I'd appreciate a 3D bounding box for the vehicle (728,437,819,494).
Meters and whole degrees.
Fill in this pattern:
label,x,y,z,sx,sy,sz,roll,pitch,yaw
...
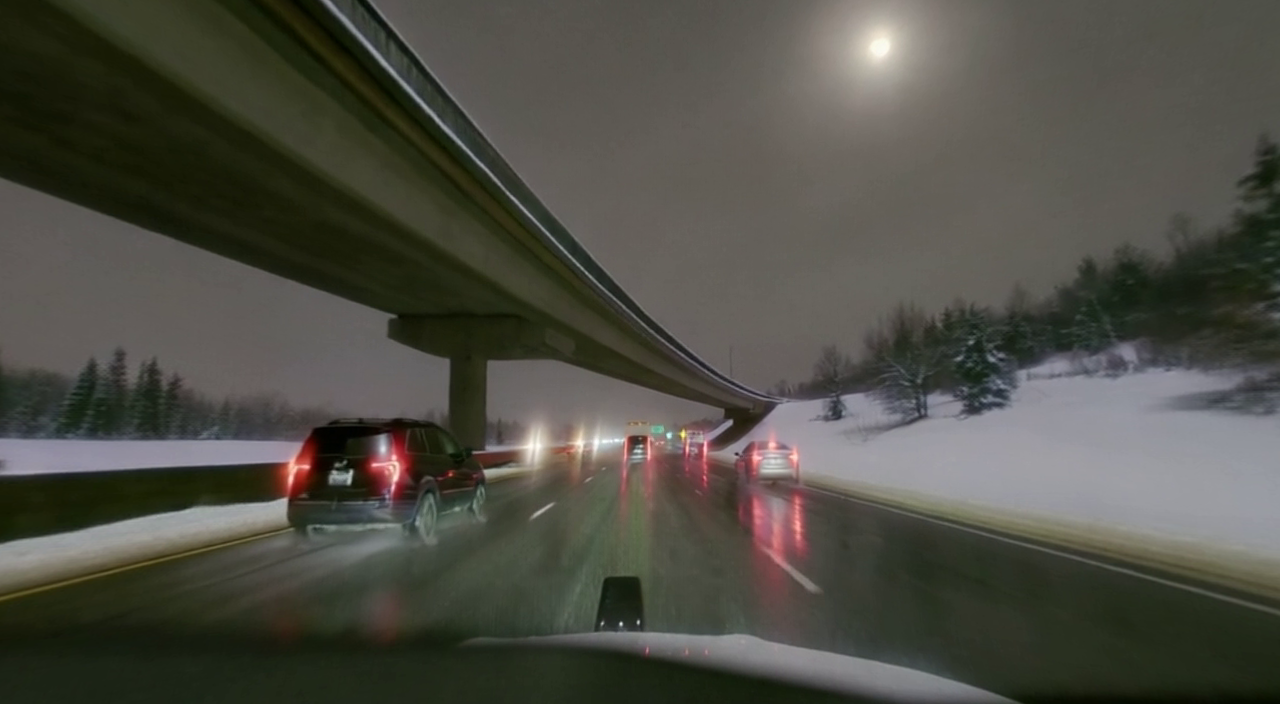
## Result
label,x,y,z,sx,sy,sz,roll,pitch,yaw
vehicle,3.948,3.413,19.244,1.959,1.554,3.795,0,-9,0

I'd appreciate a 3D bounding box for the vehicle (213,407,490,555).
label,x,y,z,sx,sy,sz,roll,pitch,yaw
vehicle,-4.005,1.879,9.857,2.089,1.751,4.515,0,-9,1

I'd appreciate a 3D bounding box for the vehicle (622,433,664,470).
label,x,y,z,sx,sy,sz,roll,pitch,yaw
vehicle,0.166,5.553,35.174,2.155,1.909,4.529,0,-8,0

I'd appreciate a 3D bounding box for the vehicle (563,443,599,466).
label,x,y,z,sx,sy,sz,roll,pitch,yaw
vehicle,-4.063,7.100,43.845,1.994,1.475,4.171,0,-9,1
